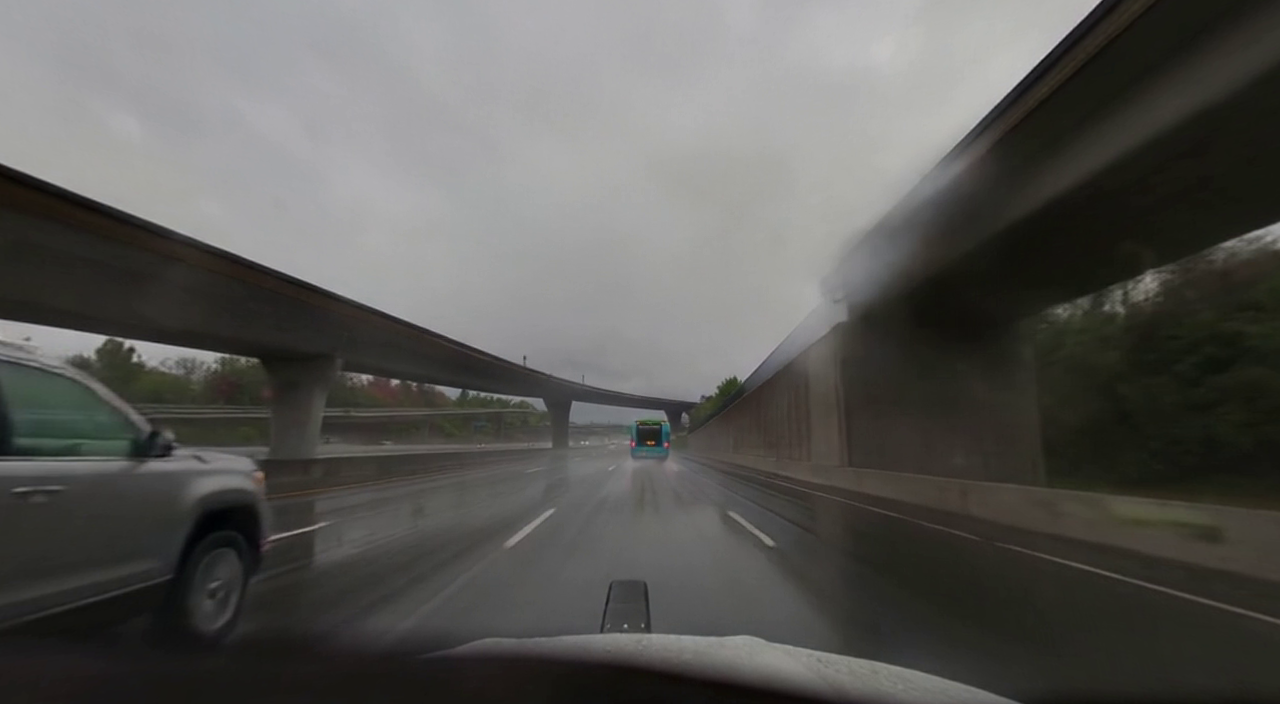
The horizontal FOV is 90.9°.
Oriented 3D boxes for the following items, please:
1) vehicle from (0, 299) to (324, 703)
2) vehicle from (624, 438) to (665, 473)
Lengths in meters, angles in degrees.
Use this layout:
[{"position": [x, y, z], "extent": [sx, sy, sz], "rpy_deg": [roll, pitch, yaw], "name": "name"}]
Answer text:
[{"position": [-3.885, 0.780, 3.044], "extent": [2.147, 1.918, 4.834], "rpy_deg": [0, -8, 0], "name": "vehicle"}, {"position": [0.236, 5.550, 33.951], "extent": [2.052, 1.711, 4.223], "rpy_deg": [0, -9, 0], "name": "vehicle"}]
